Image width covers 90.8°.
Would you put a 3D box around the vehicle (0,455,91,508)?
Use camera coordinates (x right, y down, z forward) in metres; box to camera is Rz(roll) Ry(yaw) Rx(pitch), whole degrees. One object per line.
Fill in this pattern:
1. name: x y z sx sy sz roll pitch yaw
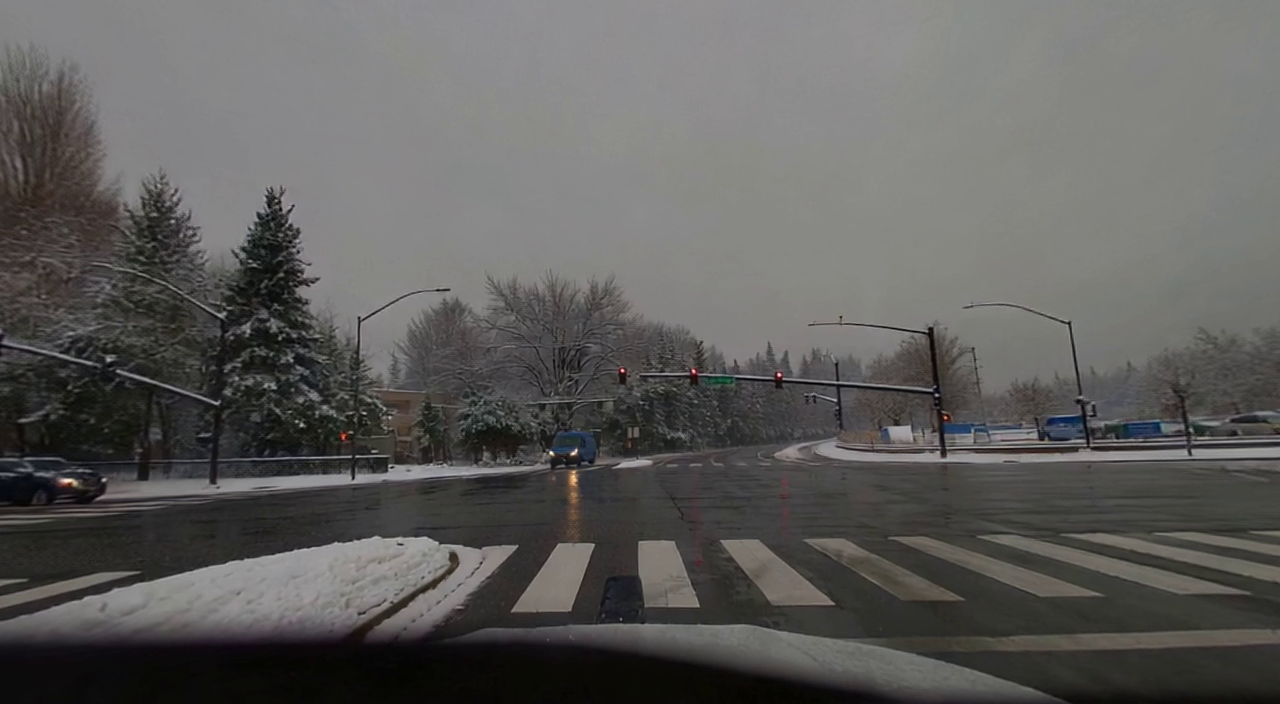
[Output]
1. vehicle: -32.659 6.731 33.261 5.861 2.543 2.529 -2 -9 14

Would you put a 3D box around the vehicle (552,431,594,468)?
1. vehicle: -4.614 6.899 44.688 2.465 2.404 5.791 0 -8 -1
